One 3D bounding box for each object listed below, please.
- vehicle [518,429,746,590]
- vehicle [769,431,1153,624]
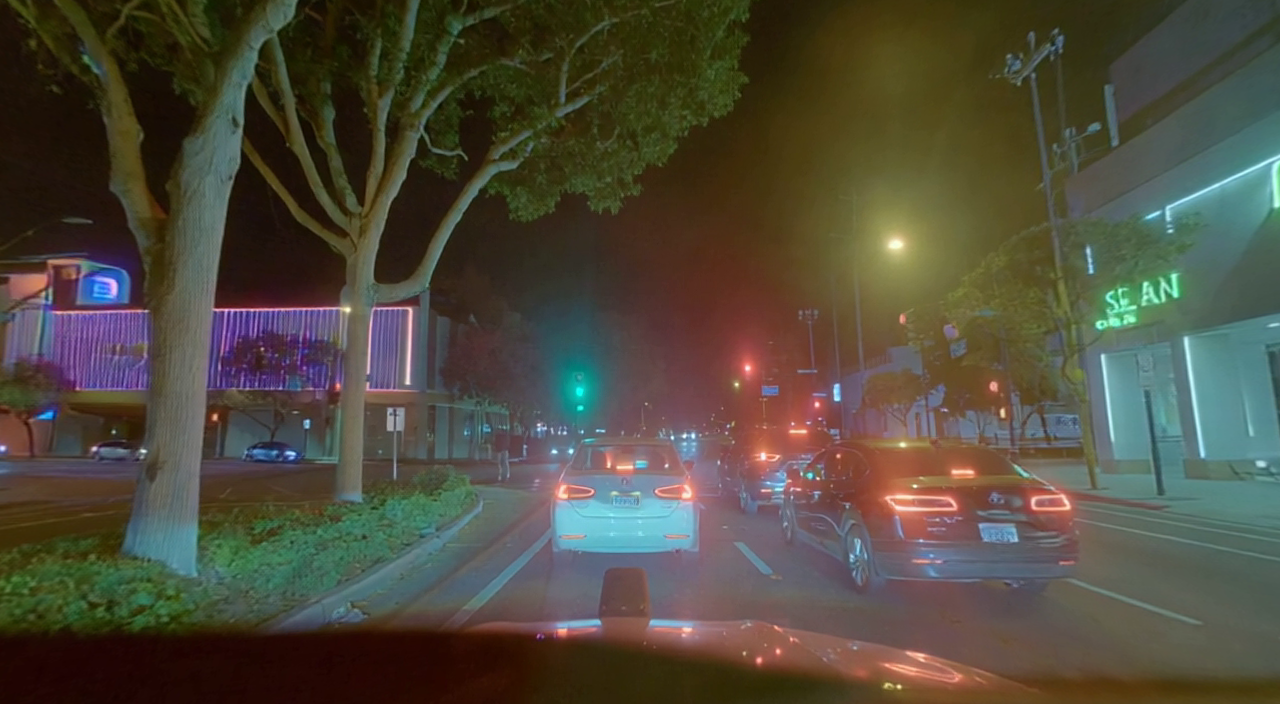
[{"bbox_3d":[-0.090,1.757,7.928,2.087,1.456,4.143,0,-8,0],"label":"vehicle"},{"bbox_3d":[2.907,1.654,7.002,1.893,1.446,4.270,0,-8,-2],"label":"vehicle"}]
